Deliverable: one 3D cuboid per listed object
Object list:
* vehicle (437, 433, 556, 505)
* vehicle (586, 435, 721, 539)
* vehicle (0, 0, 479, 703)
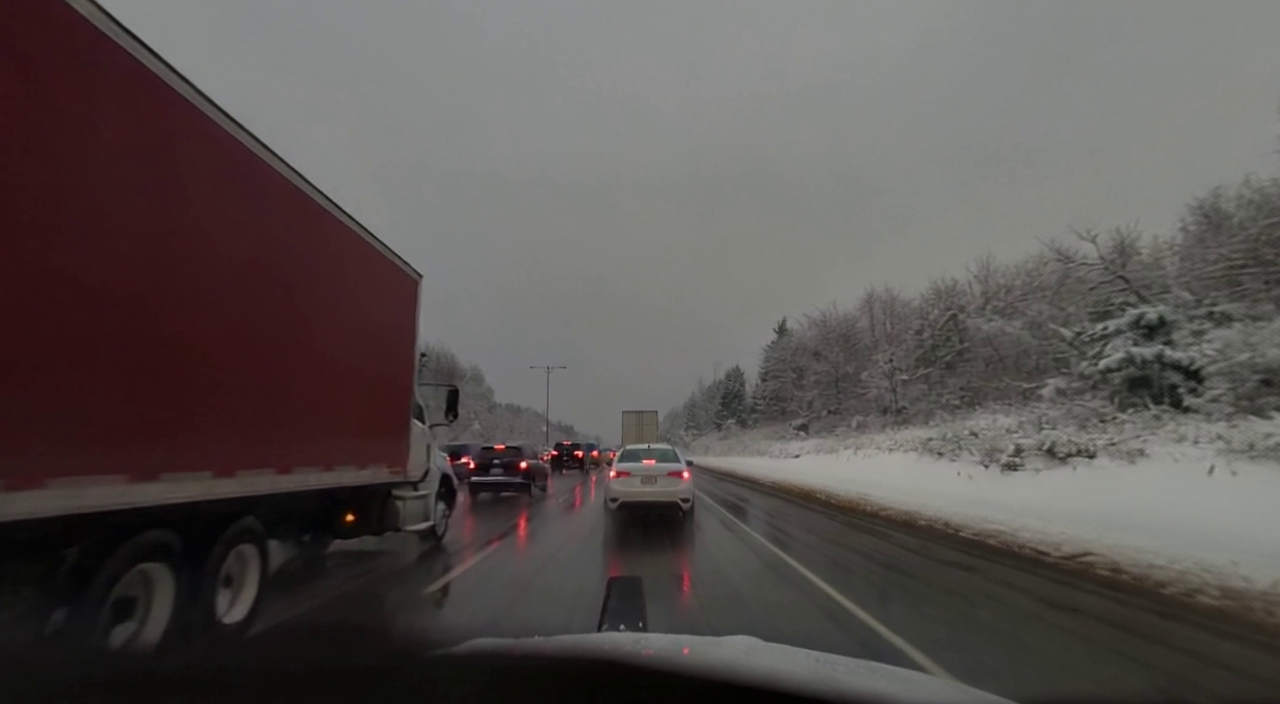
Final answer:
[{"bbox_3d":[-3.644,3.075,16.907,2.165,1.638,4.317,0,-9,0],"label":"vehicle"},{"bbox_3d":[0.168,2.270,11.082,1.995,1.495,3.380,0,-9,-1],"label":"vehicle"},{"bbox_3d":[-3.890,0.503,5.473,2.832,3.293,7.782,0,-9,0],"label":"vehicle"}]
